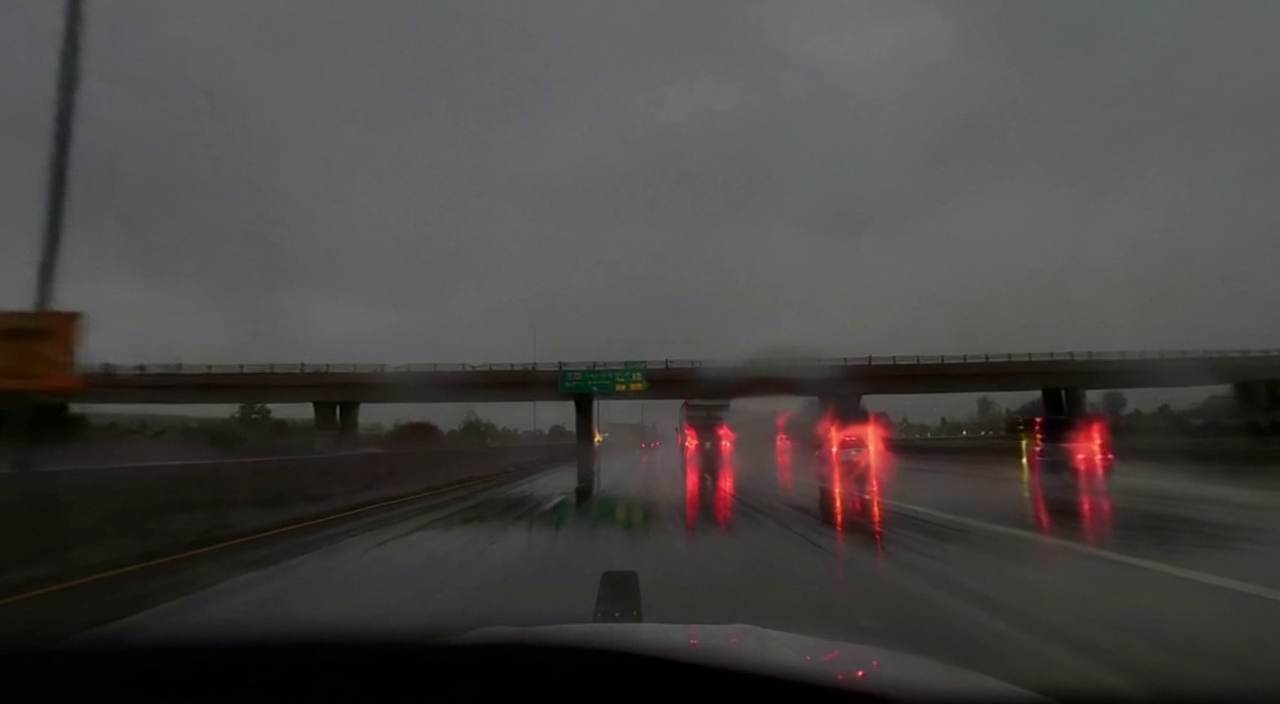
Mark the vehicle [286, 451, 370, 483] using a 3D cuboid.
[{"bbox_3d":[-16.785,6.173,34.154,2.105,1.492,4.603,-1,-8,1],"label":"vehicle"}]

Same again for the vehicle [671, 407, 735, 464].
[{"bbox_3d":[4.244,6.068,45.416,3.306,3.531,11.717,0,-8,0],"label":"vehicle"}]
